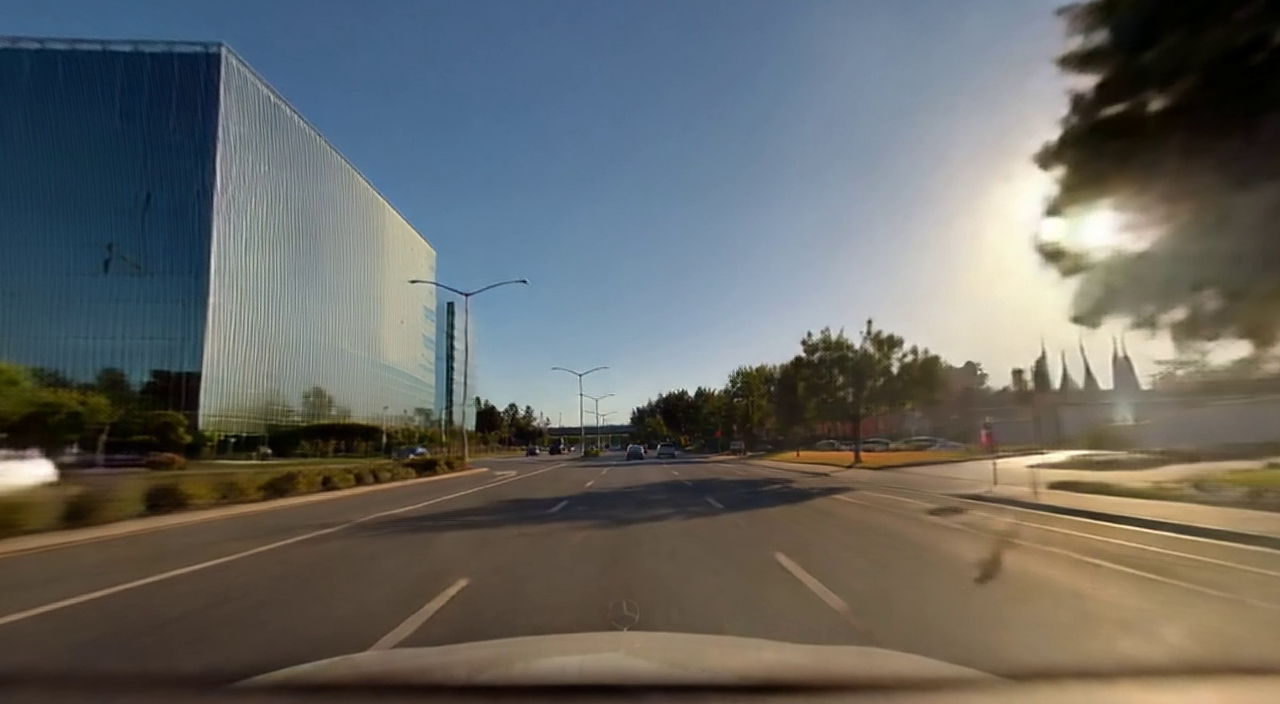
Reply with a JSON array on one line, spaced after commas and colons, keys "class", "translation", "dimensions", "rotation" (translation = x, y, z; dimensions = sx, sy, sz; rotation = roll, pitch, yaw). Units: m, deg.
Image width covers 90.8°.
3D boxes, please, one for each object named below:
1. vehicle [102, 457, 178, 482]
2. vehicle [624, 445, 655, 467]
[{"class": "vehicle", "translation": [-34.563, 8.091, 43.662], "dimensions": [4.090, 1.598, 1.906], "rotation": [-3, -9, 14]}, {"class": "vehicle", "translation": [-0.058, 7.288, 44.404], "dimensions": [2.080, 1.445, 4.096], "rotation": [0, -9, -1]}]
